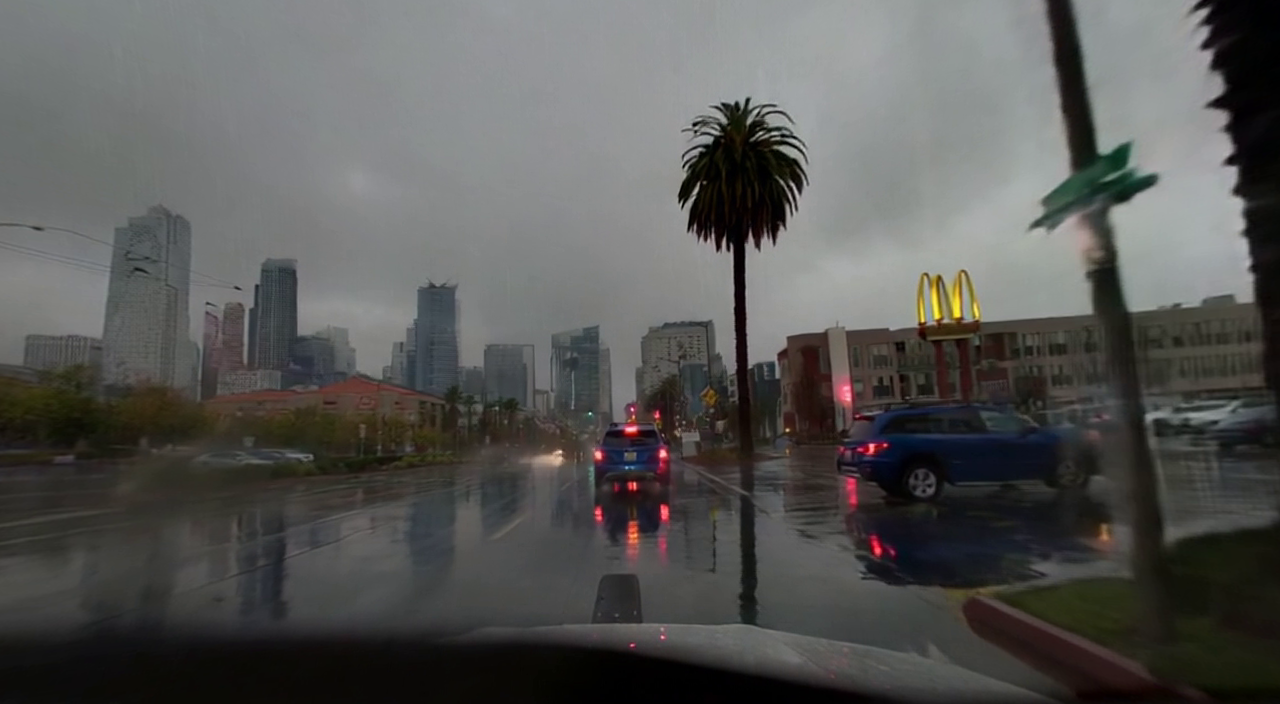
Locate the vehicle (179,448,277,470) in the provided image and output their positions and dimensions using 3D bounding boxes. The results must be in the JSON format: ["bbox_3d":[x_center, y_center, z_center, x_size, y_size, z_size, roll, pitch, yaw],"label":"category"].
[{"bbox_3d":[-27.358,7.139,42.157,5.154,1.343,1.943,4,-9,-24],"label":"vehicle"}]

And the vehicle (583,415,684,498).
[{"bbox_3d":[-0.189,2.610,16.078,2.234,1.818,3.869,0,-8,-1],"label":"vehicle"}]

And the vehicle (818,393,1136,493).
[{"bbox_3d":[6.214,1.748,12.215,4.828,1.733,2.231,0,-8,-1],"label":"vehicle"}]

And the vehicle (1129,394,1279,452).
[{"bbox_3d":[19.887,2.484,21.398,2.080,1.702,5.430,0,-8,-3],"label":"vehicle"}]
